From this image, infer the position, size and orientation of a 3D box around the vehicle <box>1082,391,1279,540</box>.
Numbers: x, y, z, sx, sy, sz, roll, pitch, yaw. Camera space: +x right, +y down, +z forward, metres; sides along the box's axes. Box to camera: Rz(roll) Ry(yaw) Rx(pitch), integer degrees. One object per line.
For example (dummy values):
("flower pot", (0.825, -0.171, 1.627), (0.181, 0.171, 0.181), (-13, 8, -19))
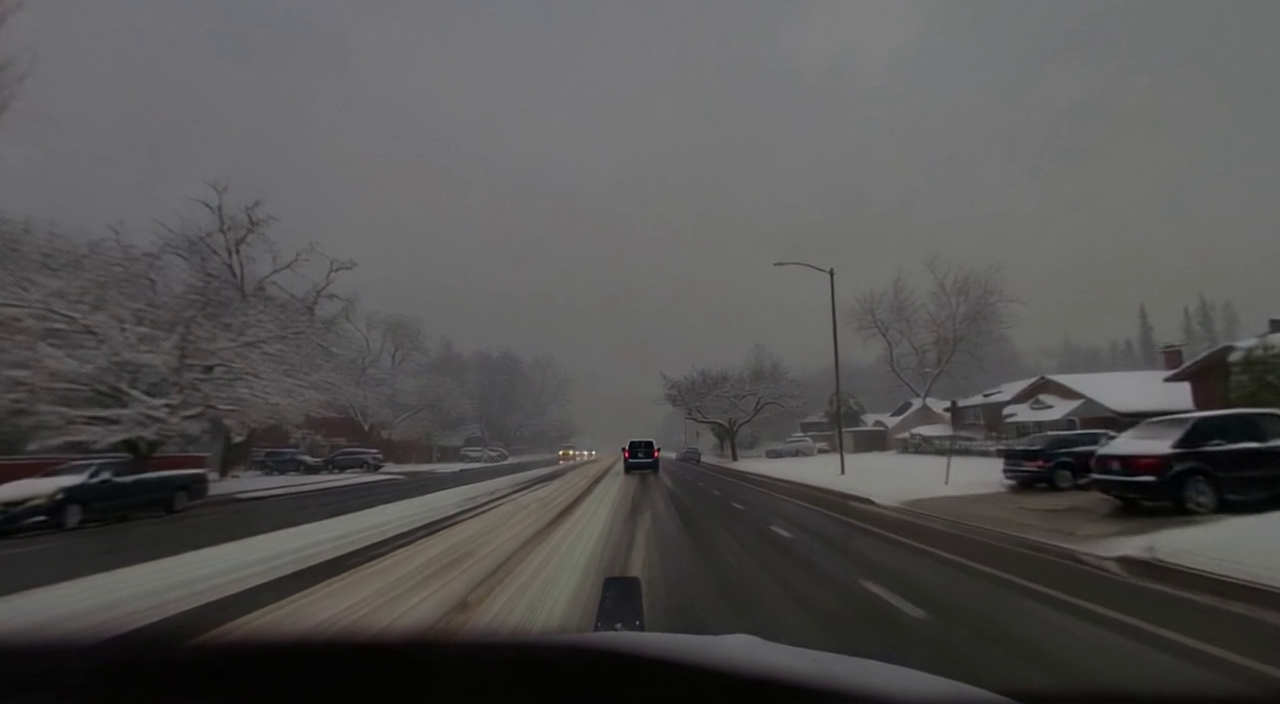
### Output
("vehicle", (11.121, 1.692, 10.281), (6.052, 2.078, 2.174), (-3, -8, 1))

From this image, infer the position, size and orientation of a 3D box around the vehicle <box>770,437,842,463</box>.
("vehicle", (12.721, 7.517, 48.652), (4.870, 1.926, 2.094), (0, -8, -1))

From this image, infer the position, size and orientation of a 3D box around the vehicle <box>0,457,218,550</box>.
("vehicle", (-12.388, 3.164, 14.040), (2.192, 1.541, 5.391), (0, -9, 2))

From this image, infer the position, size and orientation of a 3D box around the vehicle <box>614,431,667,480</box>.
("vehicle", (-0.016, 4.560, 28.004), (2.153, 1.942, 4.767), (0, -9, -1))

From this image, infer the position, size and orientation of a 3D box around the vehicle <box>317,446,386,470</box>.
("vehicle", (-20.936, 7.700, 45.926), (4.020, 1.635, 1.875), (0, -8, 2))

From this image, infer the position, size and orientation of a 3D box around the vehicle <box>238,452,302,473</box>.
("vehicle", (-26.526, 7.894, 45.357), (3.522, 1.372, 1.652), (0, -9, -5))
